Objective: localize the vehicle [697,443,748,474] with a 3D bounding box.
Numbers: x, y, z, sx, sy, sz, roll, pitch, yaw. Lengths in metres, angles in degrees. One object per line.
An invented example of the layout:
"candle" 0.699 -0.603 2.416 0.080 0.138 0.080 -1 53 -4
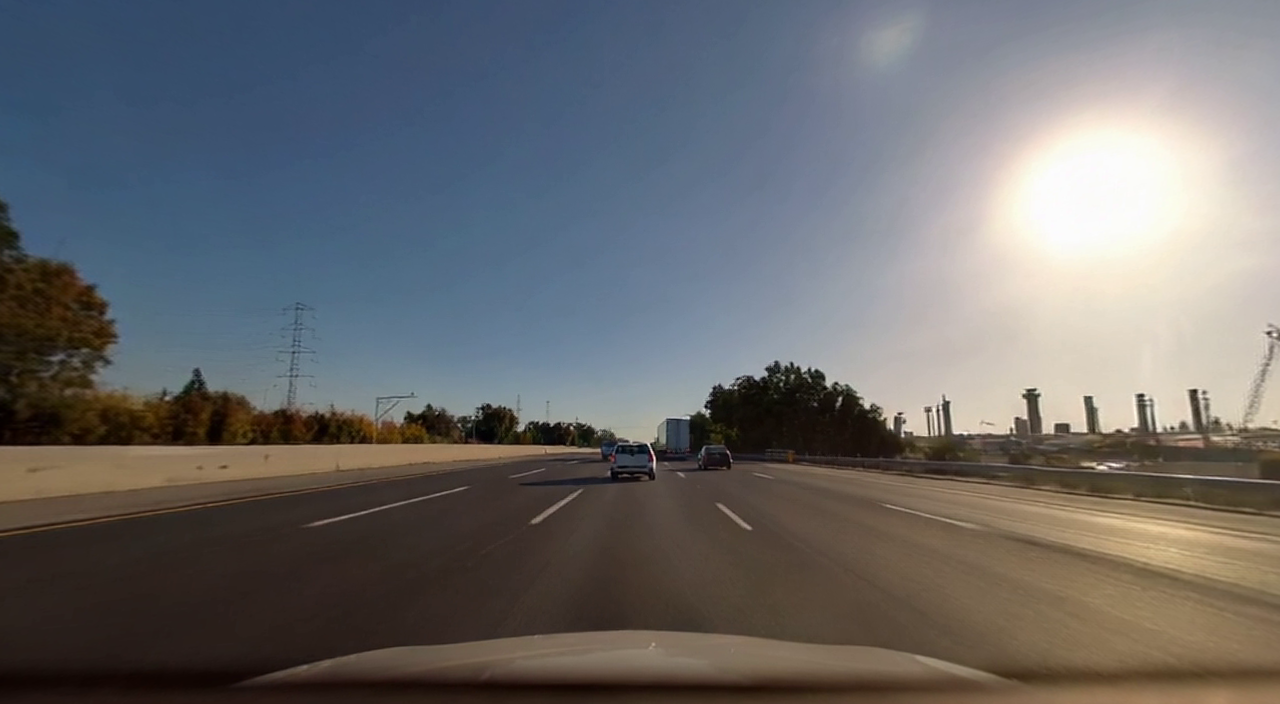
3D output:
"vehicle" 4.158 5.426 32.324 1.971 1.472 4.301 0 -8 -1

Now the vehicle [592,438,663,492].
"vehicle" -0.296 3.544 20.046 2.020 1.516 3.951 -1 -8 2
